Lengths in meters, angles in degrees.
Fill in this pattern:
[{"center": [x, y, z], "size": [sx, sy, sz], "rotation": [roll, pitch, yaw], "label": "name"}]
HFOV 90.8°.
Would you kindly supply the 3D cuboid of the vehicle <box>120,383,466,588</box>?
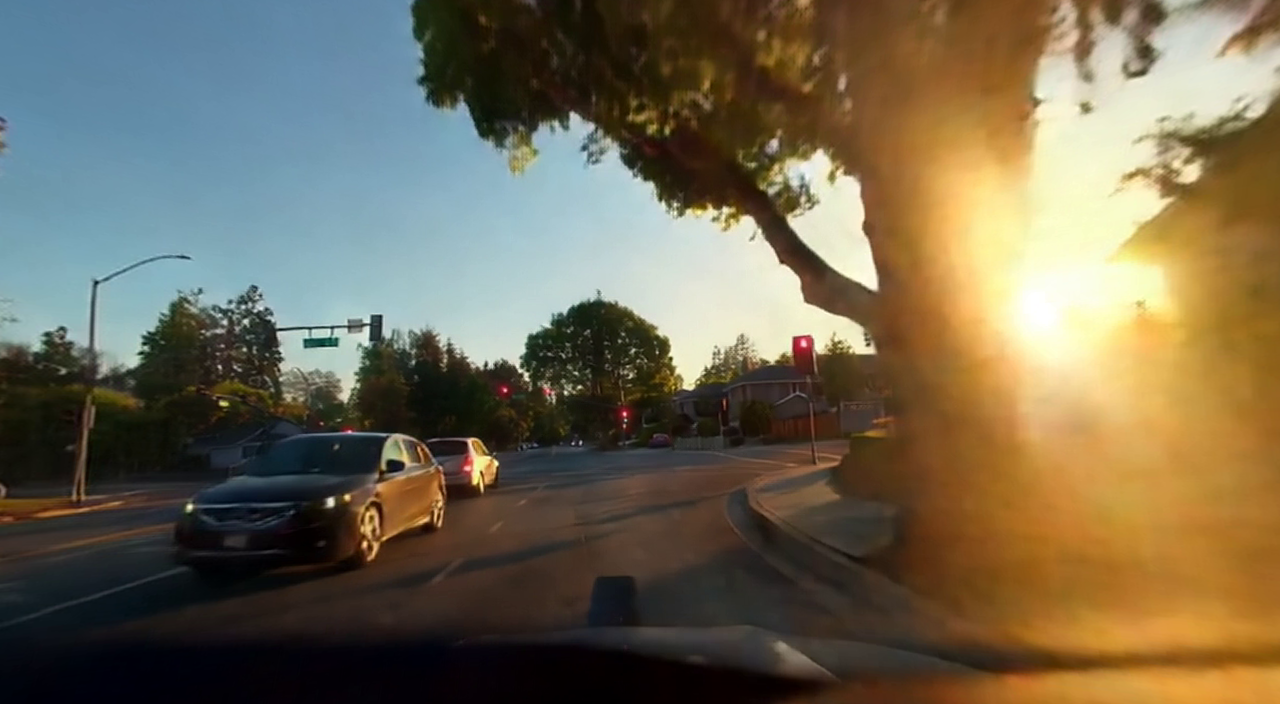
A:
[{"center": [-3.782, 1.539, 8.130], "size": [2.041, 1.834, 4.679], "rotation": [0, -8, -4], "label": "vehicle"}]
